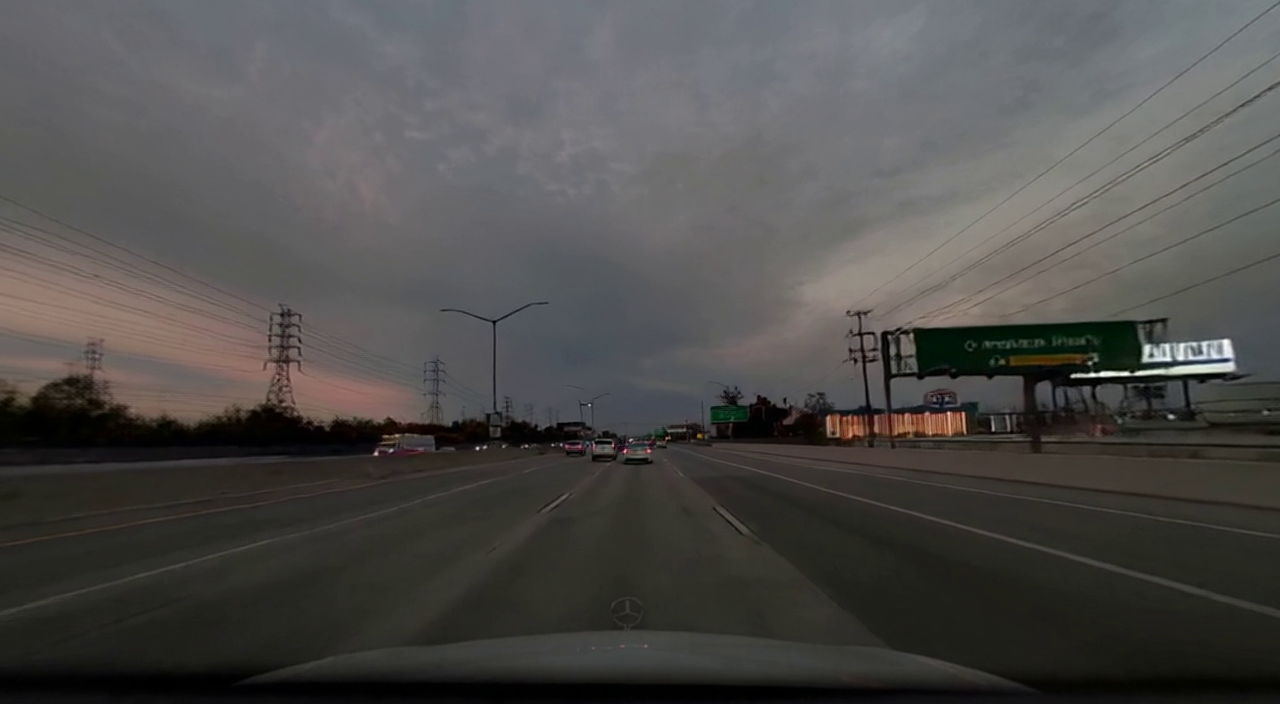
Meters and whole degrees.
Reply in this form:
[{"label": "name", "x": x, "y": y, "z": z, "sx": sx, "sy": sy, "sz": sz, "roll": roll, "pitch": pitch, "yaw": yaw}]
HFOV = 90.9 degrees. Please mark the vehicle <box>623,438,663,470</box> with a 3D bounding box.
[{"label": "vehicle", "x": 0.164, "y": 5.040, "z": 31.369, "sx": 1.891, "sy": 1.444, "sz": 3.968, "roll": 0, "pitch": -8, "yaw": 1}]
